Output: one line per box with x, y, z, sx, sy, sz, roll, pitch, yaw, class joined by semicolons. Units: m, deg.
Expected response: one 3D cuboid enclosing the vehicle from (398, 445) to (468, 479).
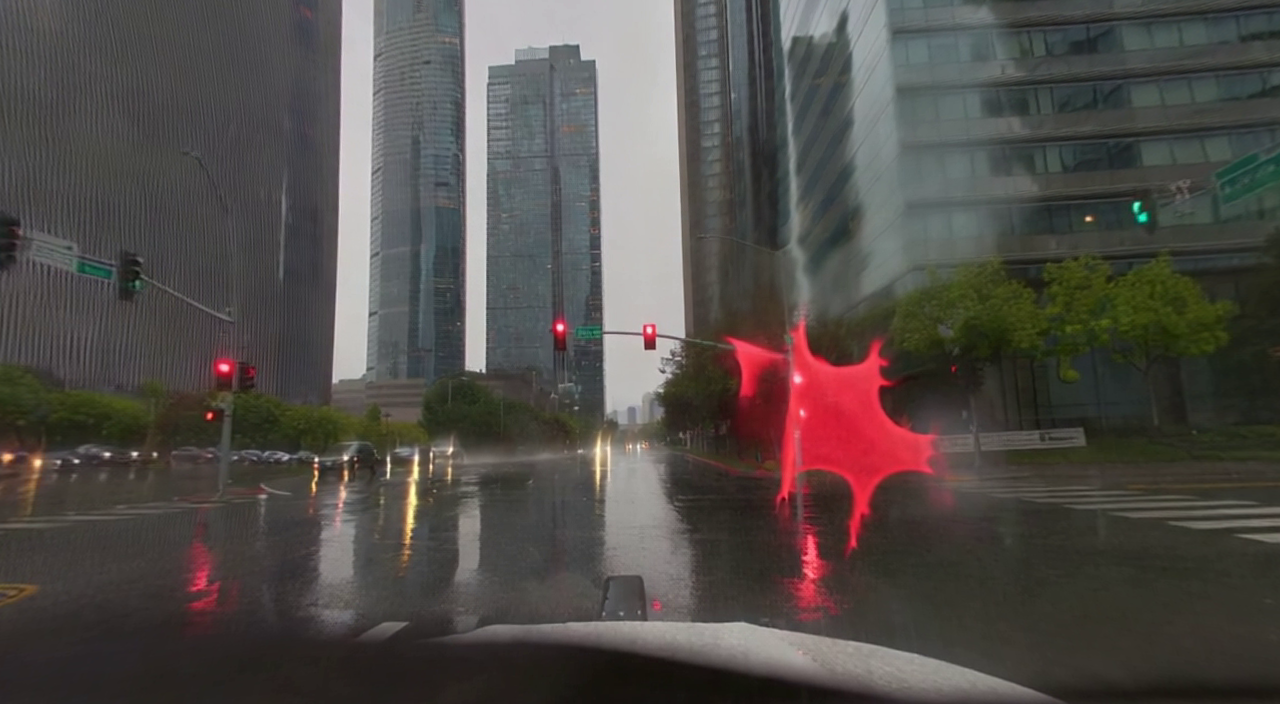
-11.605;6.210;35.758;2.069;1.771;4.947;0;-9;3;vehicle
